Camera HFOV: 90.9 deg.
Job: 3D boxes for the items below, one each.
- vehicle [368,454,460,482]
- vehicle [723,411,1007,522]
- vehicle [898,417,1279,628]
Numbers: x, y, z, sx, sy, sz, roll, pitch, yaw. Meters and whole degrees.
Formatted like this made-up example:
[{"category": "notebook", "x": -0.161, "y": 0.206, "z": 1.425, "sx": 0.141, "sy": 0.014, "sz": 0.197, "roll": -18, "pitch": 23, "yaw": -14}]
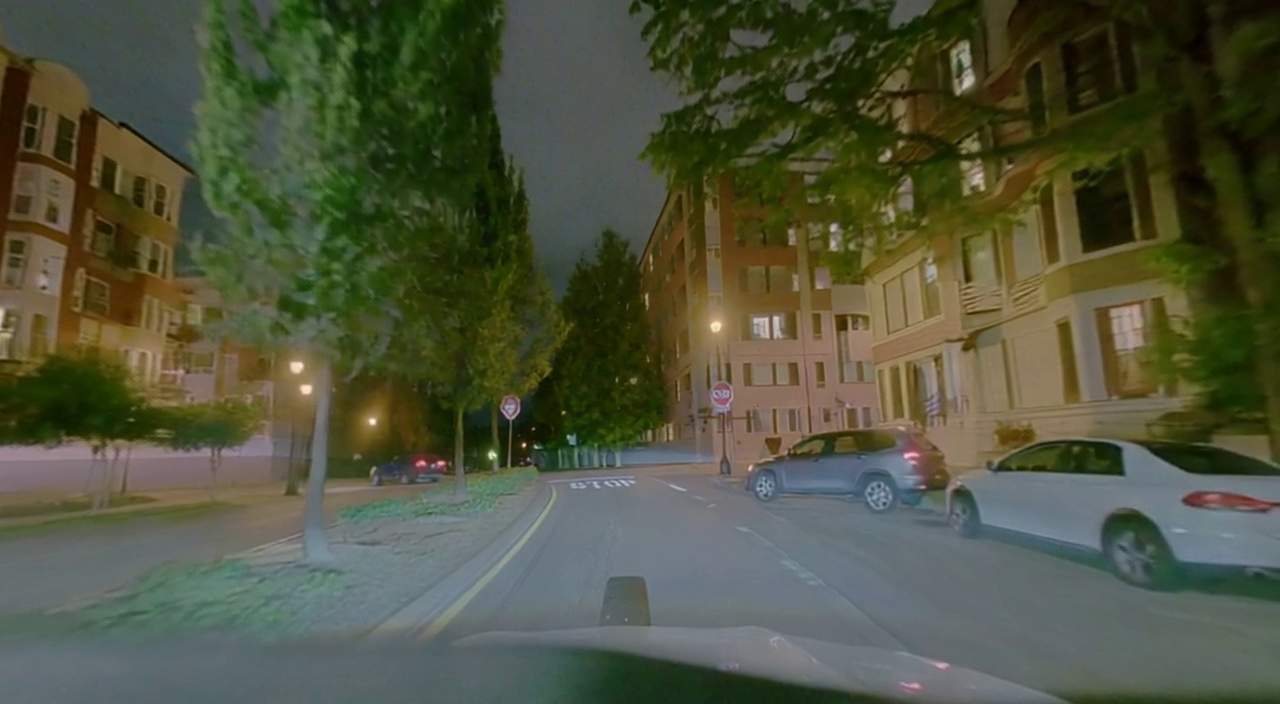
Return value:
[{"category": "vehicle", "x": -13.281, "y": 6.800, "z": 37.193, "sx": 4.654, "sy": 1.503, "sz": 1.951, "roll": -1, "pitch": -8, "yaw": 7}, {"category": "vehicle", "x": 3.810, "y": 2.112, "z": 11.741, "sx": 2.065, "sy": 1.529, "sz": 4.709, "roll": 1, "pitch": -10, "yaw": -27}, {"category": "vehicle", "x": 4.893, "y": 1.541, "z": 7.048, "sx": 1.758, "sy": 1.454, "sz": 5.088, "roll": -1, "pitch": -8, "yaw": -1}]
